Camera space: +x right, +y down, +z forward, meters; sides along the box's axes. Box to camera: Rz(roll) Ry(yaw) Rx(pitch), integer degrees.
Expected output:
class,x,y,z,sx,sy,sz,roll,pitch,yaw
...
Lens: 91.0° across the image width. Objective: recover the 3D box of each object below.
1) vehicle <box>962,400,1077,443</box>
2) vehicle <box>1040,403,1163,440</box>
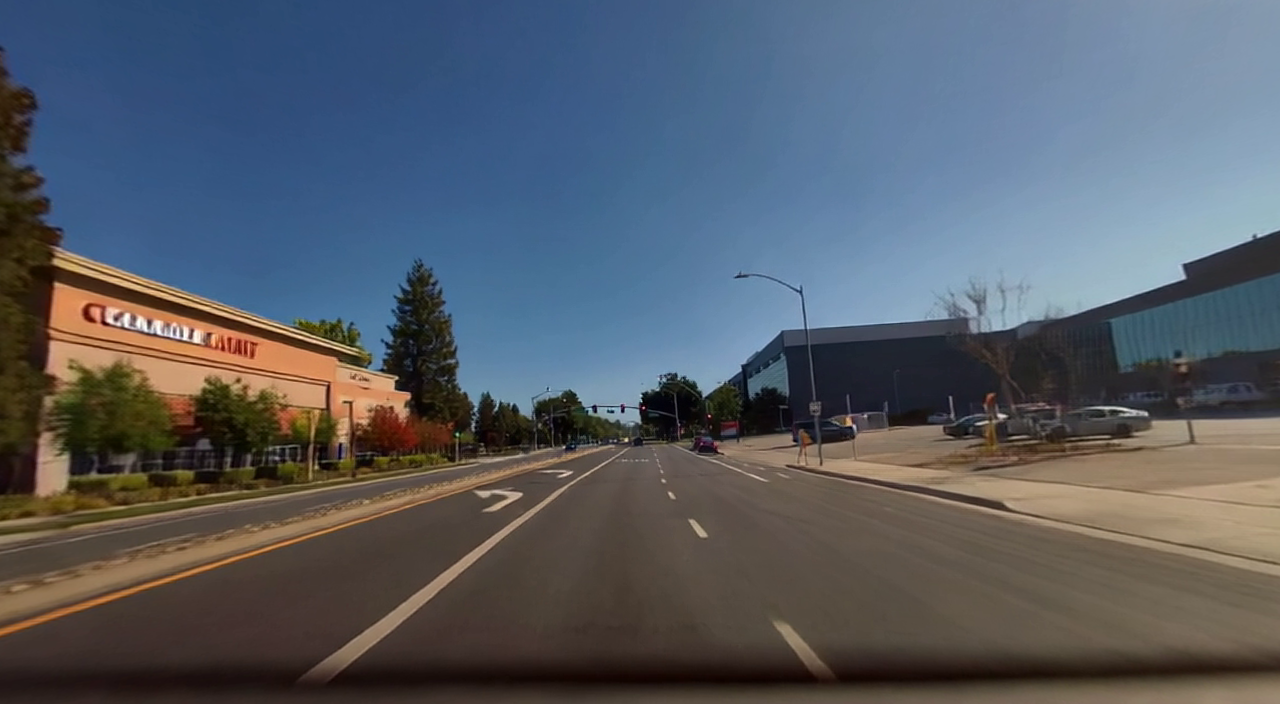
class,x,y,z,sx,sy,sz,roll,pitch,yaw
vehicle,17.102,3.235,28.688,2.059,1.788,4.708,1,-8,-3
vehicle,19.991,3.120,27.515,2.021,1.472,4.047,1,-8,-7
